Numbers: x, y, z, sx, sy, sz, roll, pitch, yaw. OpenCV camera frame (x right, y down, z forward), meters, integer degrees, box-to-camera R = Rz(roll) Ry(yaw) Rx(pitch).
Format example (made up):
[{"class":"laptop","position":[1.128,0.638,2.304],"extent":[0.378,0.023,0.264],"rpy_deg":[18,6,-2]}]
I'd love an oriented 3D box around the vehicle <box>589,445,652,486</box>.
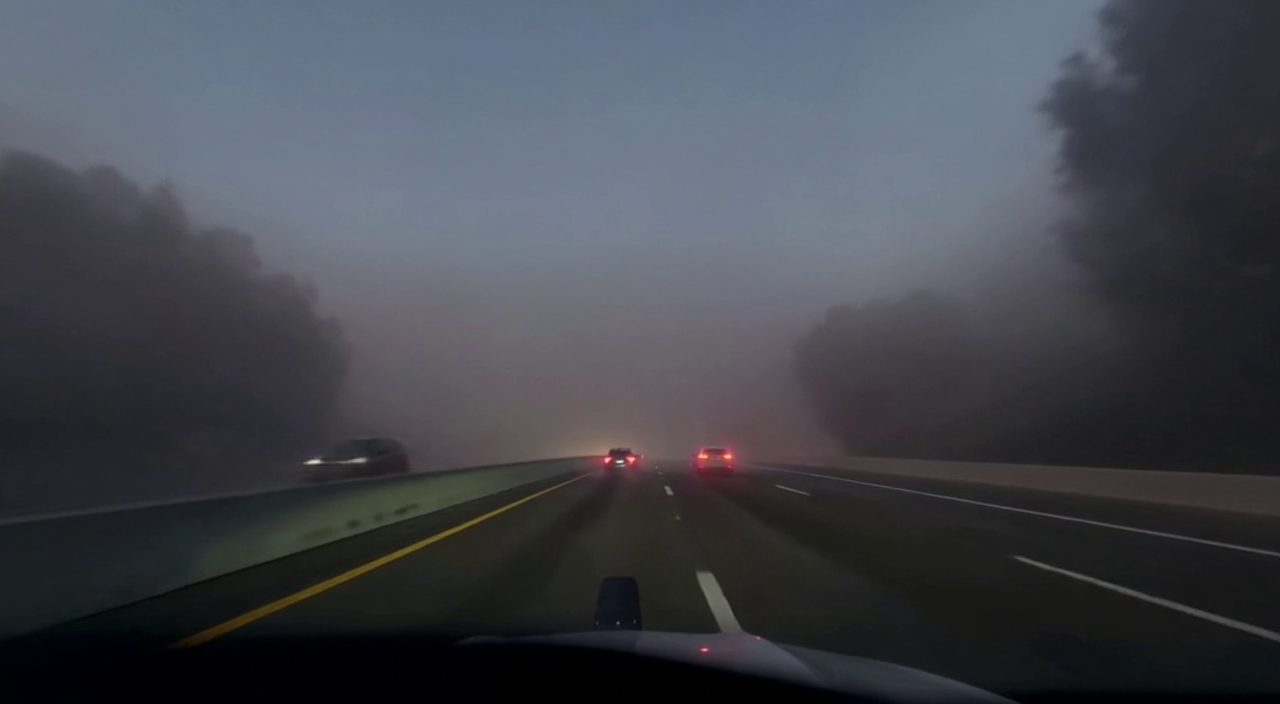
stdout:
[{"class":"vehicle","position":[-0.752,4.796,26.870],"extent":[2.084,1.594,4.219],"rpy_deg":[-1,-9,6]}]

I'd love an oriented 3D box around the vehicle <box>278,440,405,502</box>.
[{"class":"vehicle","position":[-10.617,4.242,22.875],"extent":[2.164,1.955,5.285],"rpy_deg":[0,-9,-2]}]

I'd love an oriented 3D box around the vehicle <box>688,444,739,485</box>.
[{"class":"vehicle","position":[3.133,4.771,26.886],"extent":[1.969,1.595,3.964],"rpy_deg":[-1,-9,6]}]
